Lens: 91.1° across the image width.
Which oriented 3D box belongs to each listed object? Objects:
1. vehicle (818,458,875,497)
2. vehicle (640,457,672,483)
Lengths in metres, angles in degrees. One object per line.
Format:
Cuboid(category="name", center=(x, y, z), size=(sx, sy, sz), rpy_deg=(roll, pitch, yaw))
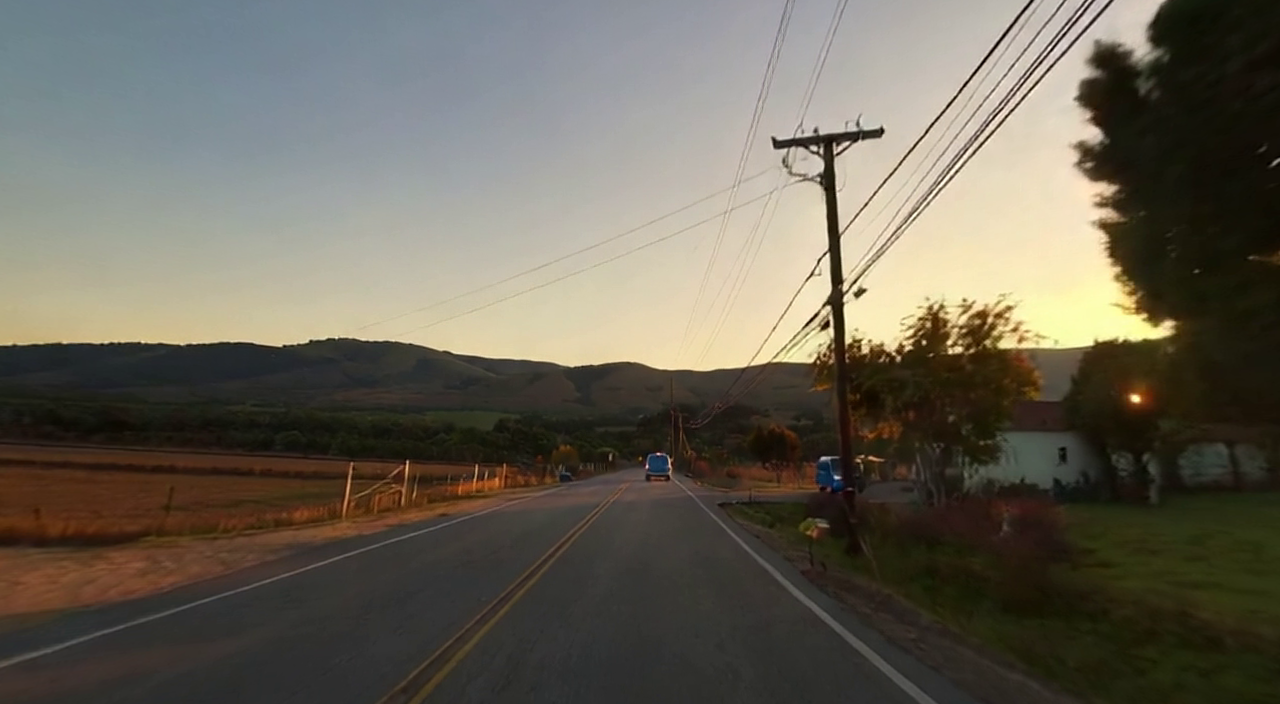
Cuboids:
Cuboid(category="vehicle", center=(11.250, 6.855, 34.593), size=(2.077, 1.919, 4.690), rpy_deg=(-3, -10, 8))
Cuboid(category="vehicle", center=(1.189, 9.005, 48.165), size=(2.319, 1.843, 4.513), rpy_deg=(1, -10, 1))
